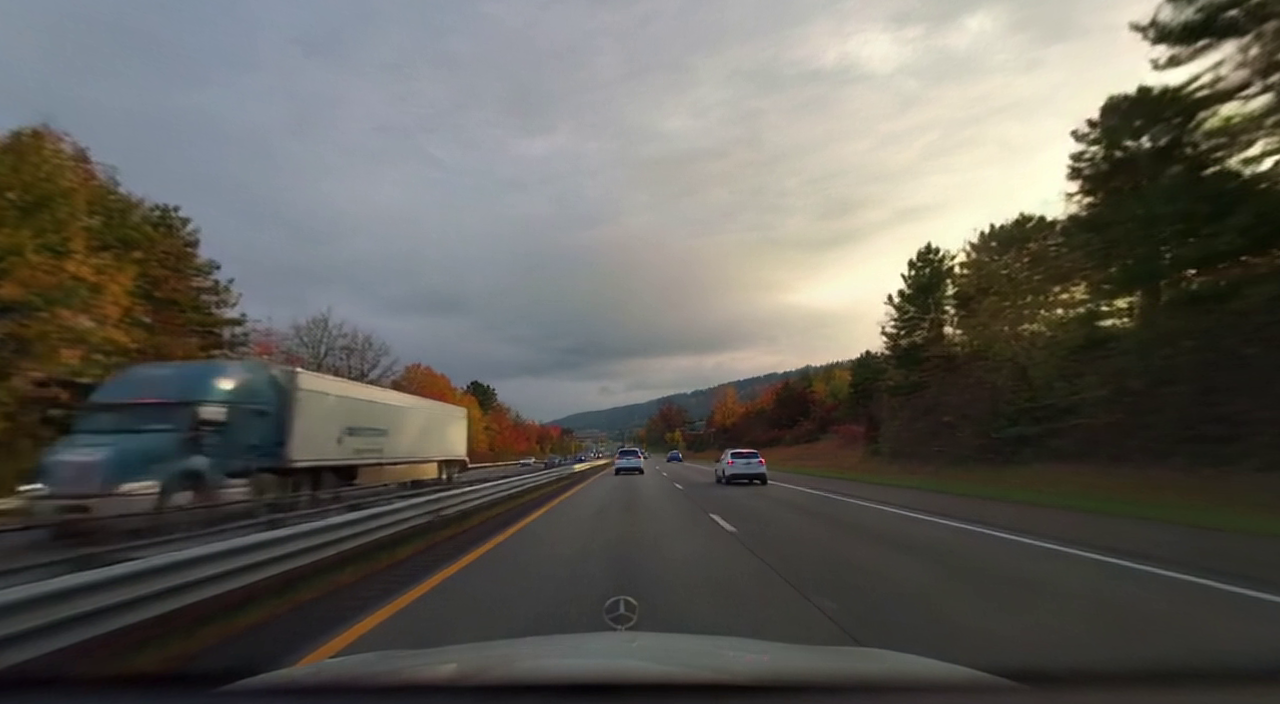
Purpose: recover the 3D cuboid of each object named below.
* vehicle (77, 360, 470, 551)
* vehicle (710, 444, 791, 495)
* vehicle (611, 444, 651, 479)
[{"bbox_3d":[-9.191,3.198,20.283,2.893,3.609,16.653,0,-9,0],"label":"vehicle"},{"bbox_3d":[3.567,3.892,21.121,1.843,1.505,4.339,0,-9,-1],"label":"vehicle"},{"bbox_3d":[-0.457,5.714,32.912,1.937,1.699,3.936,0,-9,0],"label":"vehicle"}]
